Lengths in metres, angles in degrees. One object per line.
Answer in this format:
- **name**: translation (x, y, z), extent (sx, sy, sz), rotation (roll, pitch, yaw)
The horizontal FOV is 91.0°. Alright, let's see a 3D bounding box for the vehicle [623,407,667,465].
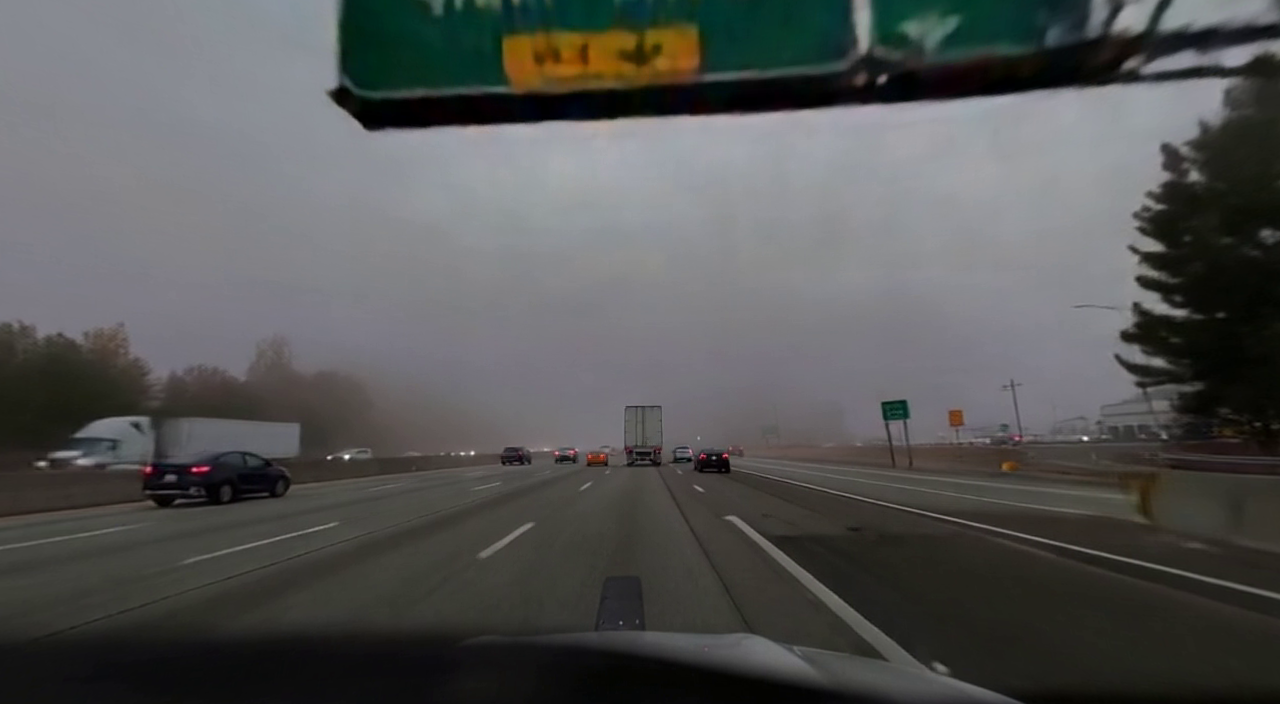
- **vehicle**: translation (0.537, 6.515, 47.957), extent (3.012, 3.928, 10.262), rotation (0, -9, 2)

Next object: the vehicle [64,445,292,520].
- **vehicle**: translation (-10.814, 3.045, 15.299), extent (2.015, 1.521, 4.550), rotation (0, -9, 1)

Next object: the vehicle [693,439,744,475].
- **vehicle**: translation (4.016, 5.485, 33.034), extent (2.107, 1.707, 4.445), rotation (0, -9, 0)

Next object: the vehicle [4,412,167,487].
- **vehicle**: translation (-31.124, 5.533, 35.835), extent (3.006, 3.815, 6.541), rotation (0, -9, 1)
